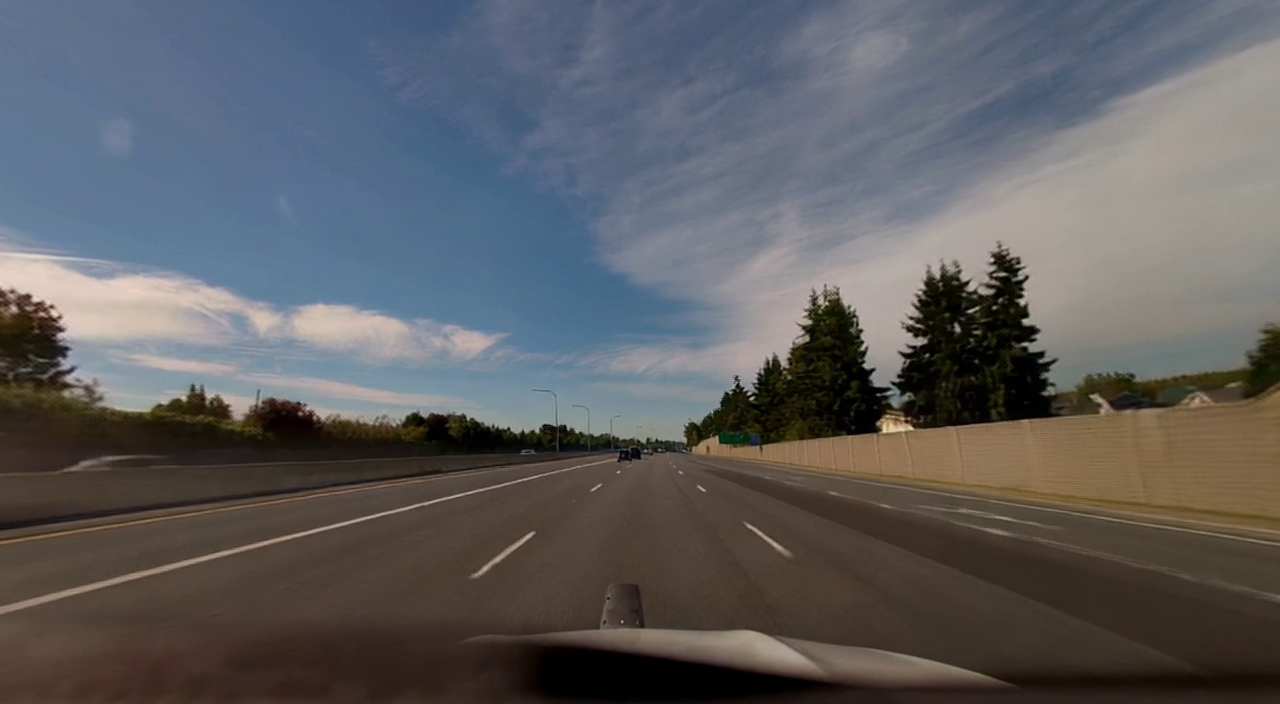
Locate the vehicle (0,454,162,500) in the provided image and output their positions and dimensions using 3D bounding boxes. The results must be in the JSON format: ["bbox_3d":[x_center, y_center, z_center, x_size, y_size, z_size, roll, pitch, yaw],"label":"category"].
[{"bbox_3d":[-19.888,4.409,22.705,1.906,1.471,4.320,0,-9,1],"label":"vehicle"}]
